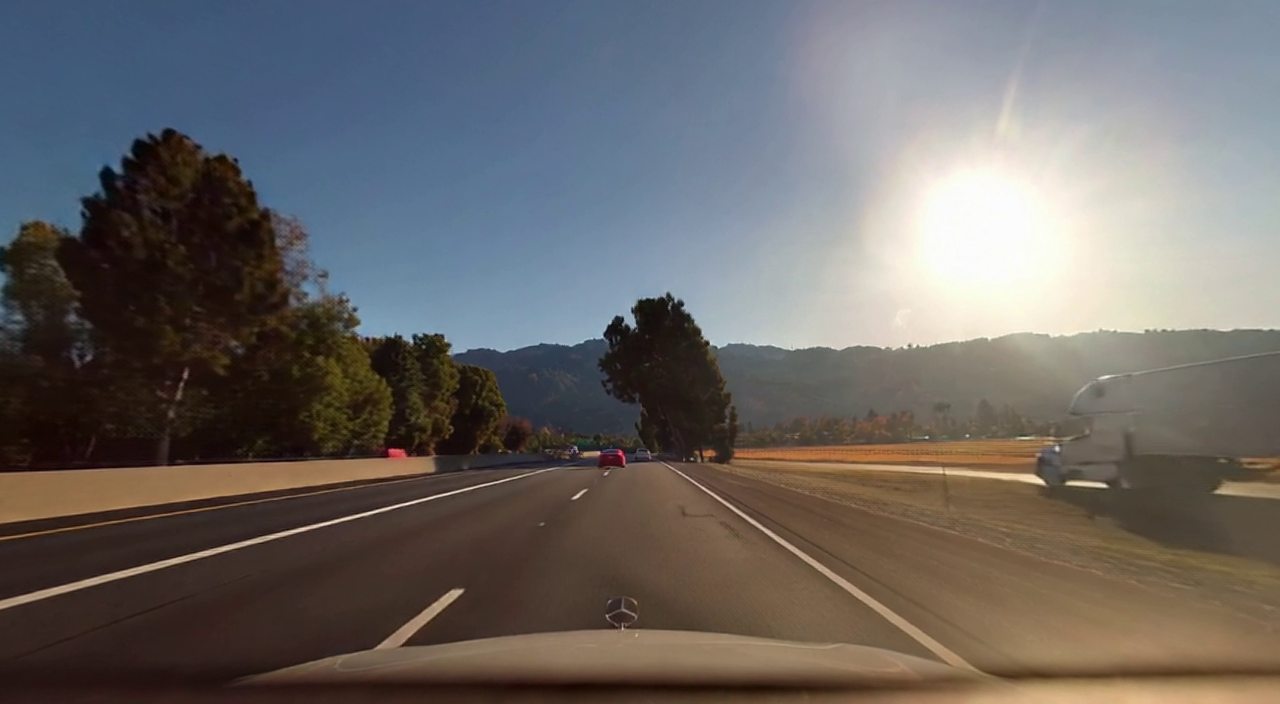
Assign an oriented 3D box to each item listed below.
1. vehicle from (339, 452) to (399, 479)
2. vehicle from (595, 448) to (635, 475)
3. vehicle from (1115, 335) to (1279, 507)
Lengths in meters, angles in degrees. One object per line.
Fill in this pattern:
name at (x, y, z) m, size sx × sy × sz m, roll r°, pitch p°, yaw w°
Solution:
vehicle at (-16.513, 6.907, 38.595) m, size 1.859 × 1.478 × 3.995 m, roll 0°, pitch -9°, yaw 0°
vehicle at (-1.423, 6.519, 37.803) m, size 2.170 × 1.451 × 4.584 m, roll 0°, pitch -9°, yaw 1°
vehicle at (17.734, 1.139, 12.483) m, size 2.859 × 4.163 × 14.784 m, roll -2°, pitch -8°, yaw -11°
